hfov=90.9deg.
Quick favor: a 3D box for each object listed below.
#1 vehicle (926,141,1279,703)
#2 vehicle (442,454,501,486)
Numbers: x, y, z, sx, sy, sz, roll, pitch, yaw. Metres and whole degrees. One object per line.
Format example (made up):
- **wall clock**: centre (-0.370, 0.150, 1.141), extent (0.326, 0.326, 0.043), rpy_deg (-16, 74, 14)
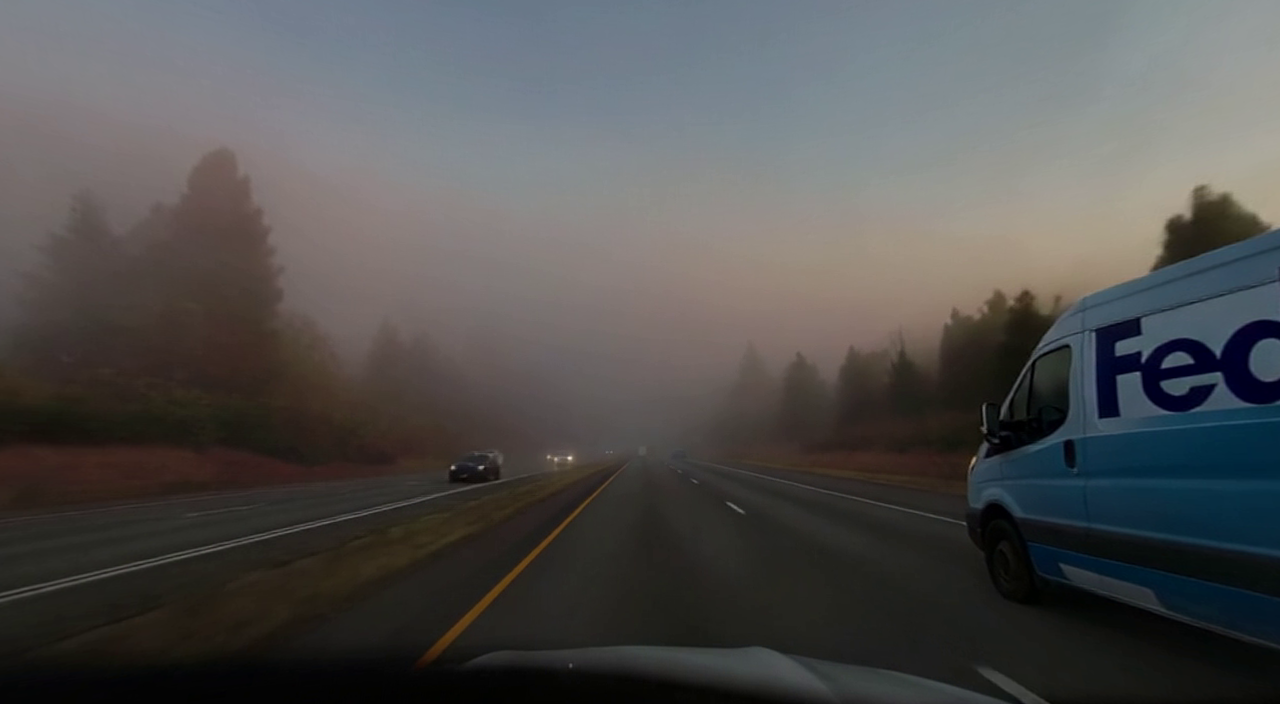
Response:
- **vehicle**: centre (3.905, 0.411, 2.562), extent (2.522, 2.556, 6.180), rpy_deg (0, -9, 0)
- **vehicle**: centre (-8.535, 5.999, 32.305), extent (1.874, 1.459, 4.047), rpy_deg (0, -9, 1)
